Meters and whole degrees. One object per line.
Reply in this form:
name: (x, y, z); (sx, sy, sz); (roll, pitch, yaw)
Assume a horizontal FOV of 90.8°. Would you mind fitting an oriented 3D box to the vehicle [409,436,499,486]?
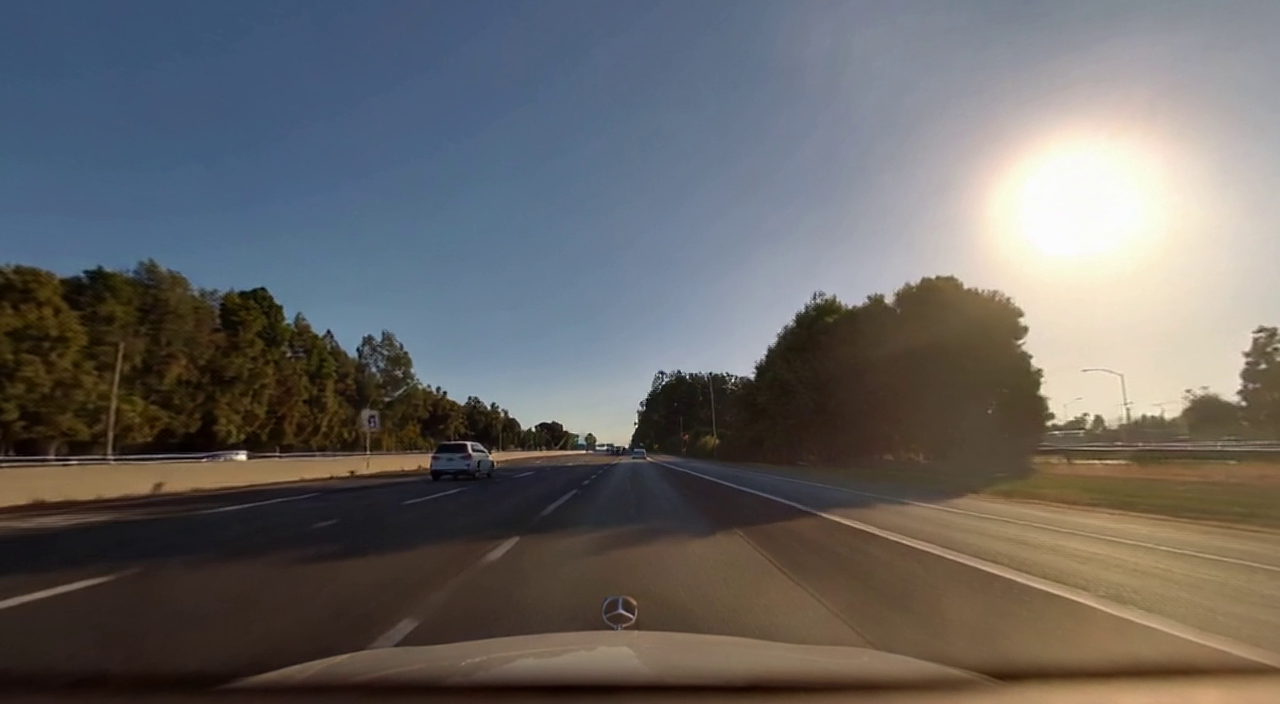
vehicle: (-7.416, 4.402, 25.818); (2.231, 1.807, 4.758); (0, -9, 0)
